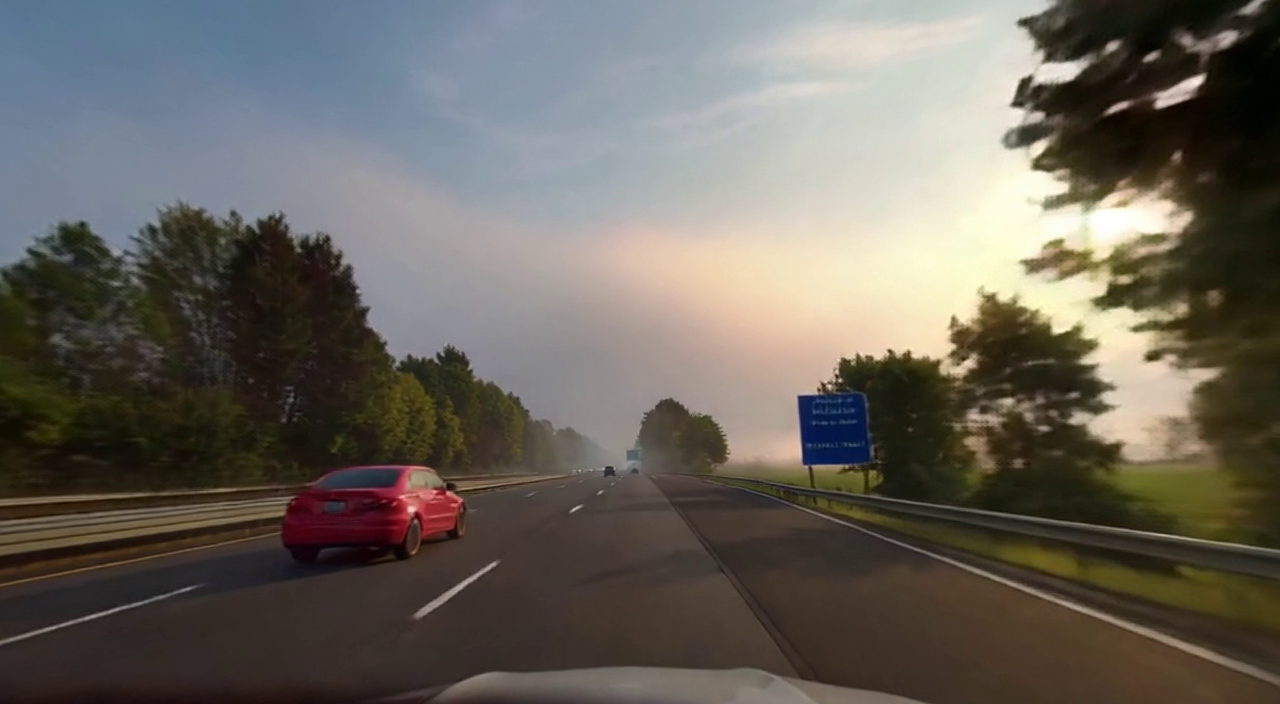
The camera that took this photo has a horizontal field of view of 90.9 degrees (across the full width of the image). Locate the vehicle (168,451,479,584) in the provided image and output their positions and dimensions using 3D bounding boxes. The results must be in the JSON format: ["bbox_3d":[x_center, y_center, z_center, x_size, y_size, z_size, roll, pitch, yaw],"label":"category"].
[{"bbox_3d":[-4.119,2.271,9.389,2.183,1.435,4.653,1,-10,0],"label":"vehicle"}]
